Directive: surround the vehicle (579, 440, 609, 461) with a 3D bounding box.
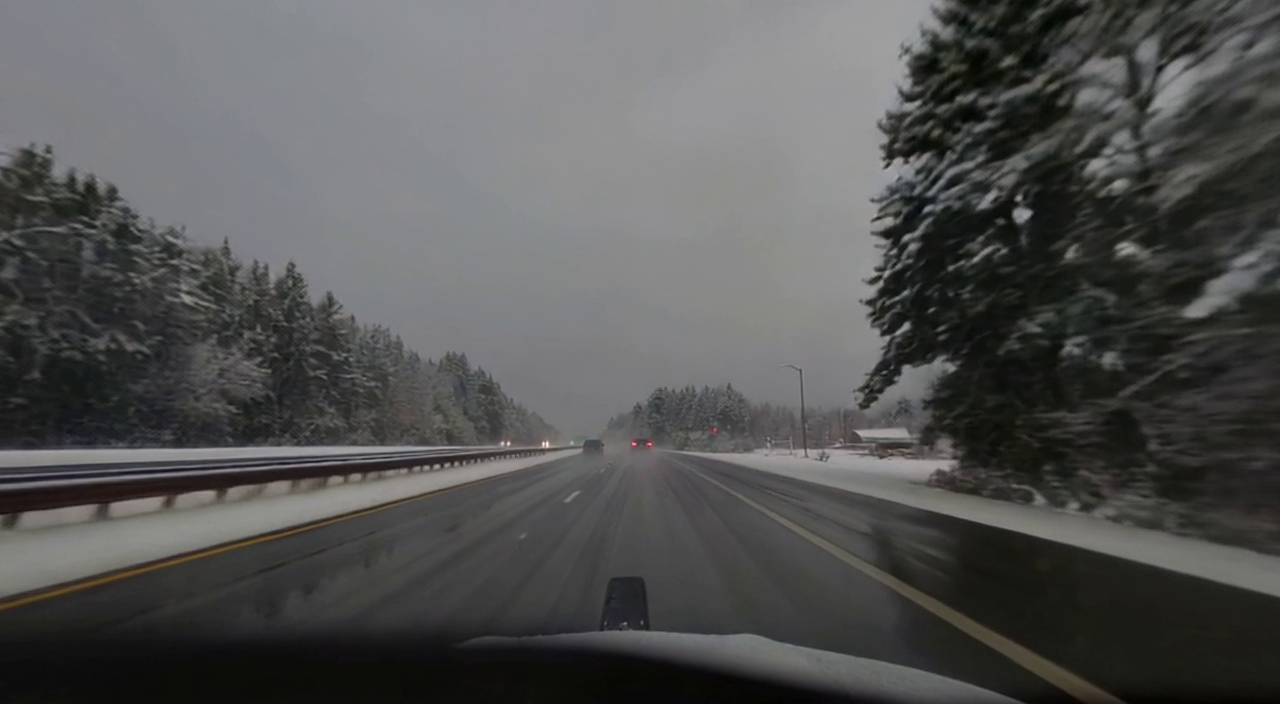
[{"bbox_3d":[-3.470,7.488,47.850,2.057,1.514,3.845,0,-8,-1],"label":"vehicle"}]
